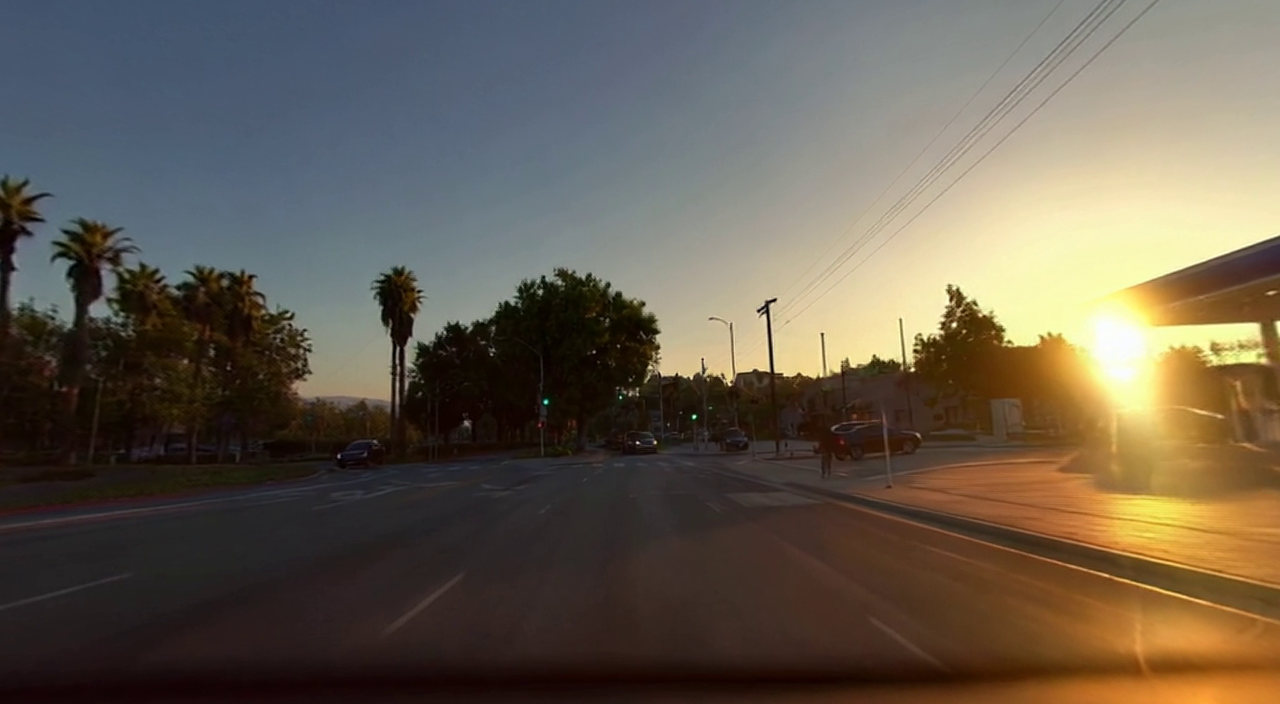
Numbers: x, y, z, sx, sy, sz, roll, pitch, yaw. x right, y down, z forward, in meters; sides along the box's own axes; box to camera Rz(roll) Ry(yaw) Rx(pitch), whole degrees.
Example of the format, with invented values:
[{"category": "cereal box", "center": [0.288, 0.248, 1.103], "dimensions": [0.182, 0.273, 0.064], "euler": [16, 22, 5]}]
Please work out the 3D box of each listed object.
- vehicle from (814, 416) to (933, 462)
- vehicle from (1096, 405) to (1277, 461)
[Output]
[{"category": "vehicle", "center": [11.697, 4.369, 31.453], "dimensions": [6.059, 2.082, 2.703], "euler": [7, -11, -38]}, {"category": "vehicle", "center": [18.441, 2.761, 21.483], "dimensions": [4.389, 1.803, 1.849], "euler": [0, -8, -1]}]
